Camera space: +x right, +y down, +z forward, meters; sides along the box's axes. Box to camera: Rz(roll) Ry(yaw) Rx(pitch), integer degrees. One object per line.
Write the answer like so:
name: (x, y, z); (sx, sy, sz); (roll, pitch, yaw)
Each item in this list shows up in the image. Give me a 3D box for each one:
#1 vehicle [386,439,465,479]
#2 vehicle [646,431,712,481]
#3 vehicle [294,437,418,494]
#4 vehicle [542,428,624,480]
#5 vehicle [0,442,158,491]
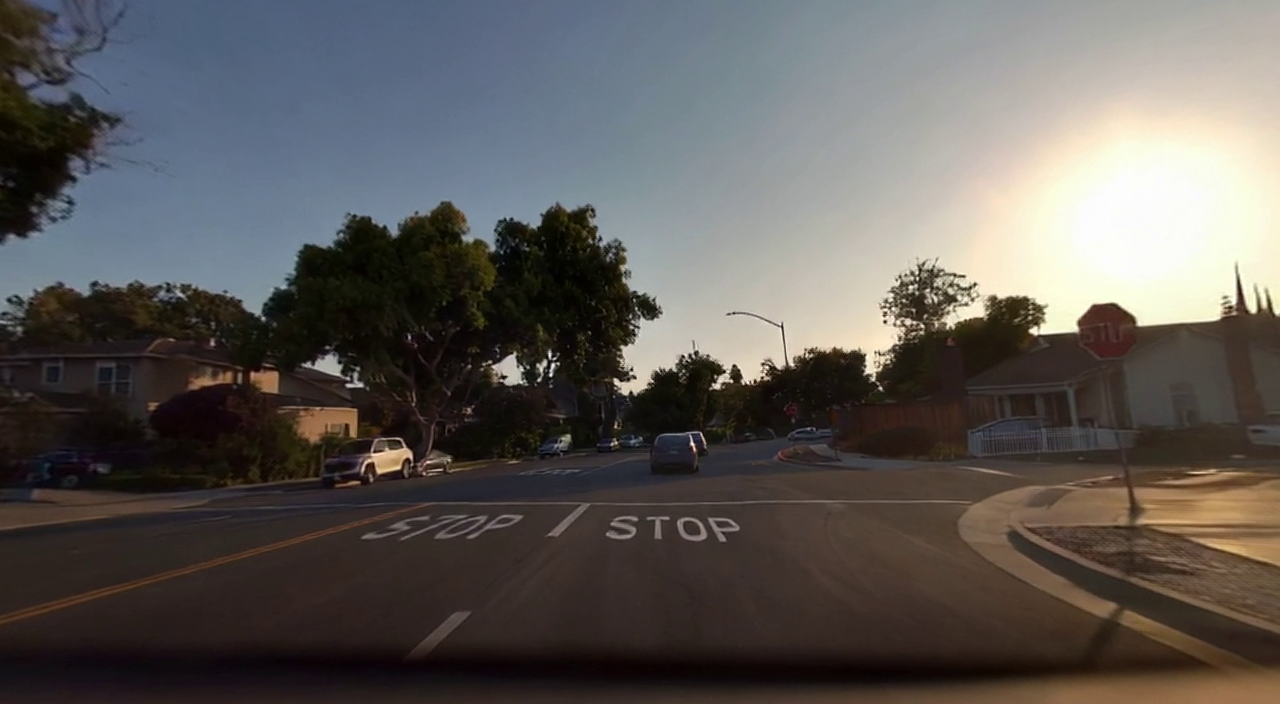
vehicle: (-11.174, 5.630, 33.173); (2.076, 1.864, 4.730); (-4, -10, 6)
vehicle: (1.362, 3.432, 20.967); (1.955, 1.459, 4.383); (-1, -8, 5)
vehicle: (-12.114, 4.833, 27.442); (2.191, 1.980, 5.888); (-5, -7, 6)
vehicle: (-1.959, 3.716, 23.125); (2.178, 1.695, 4.339); (-1, -8, 6)
vehicle: (-22.492, 4.551, 25.235); (4.641, 1.808, 2.138); (-2, -8, 5)
